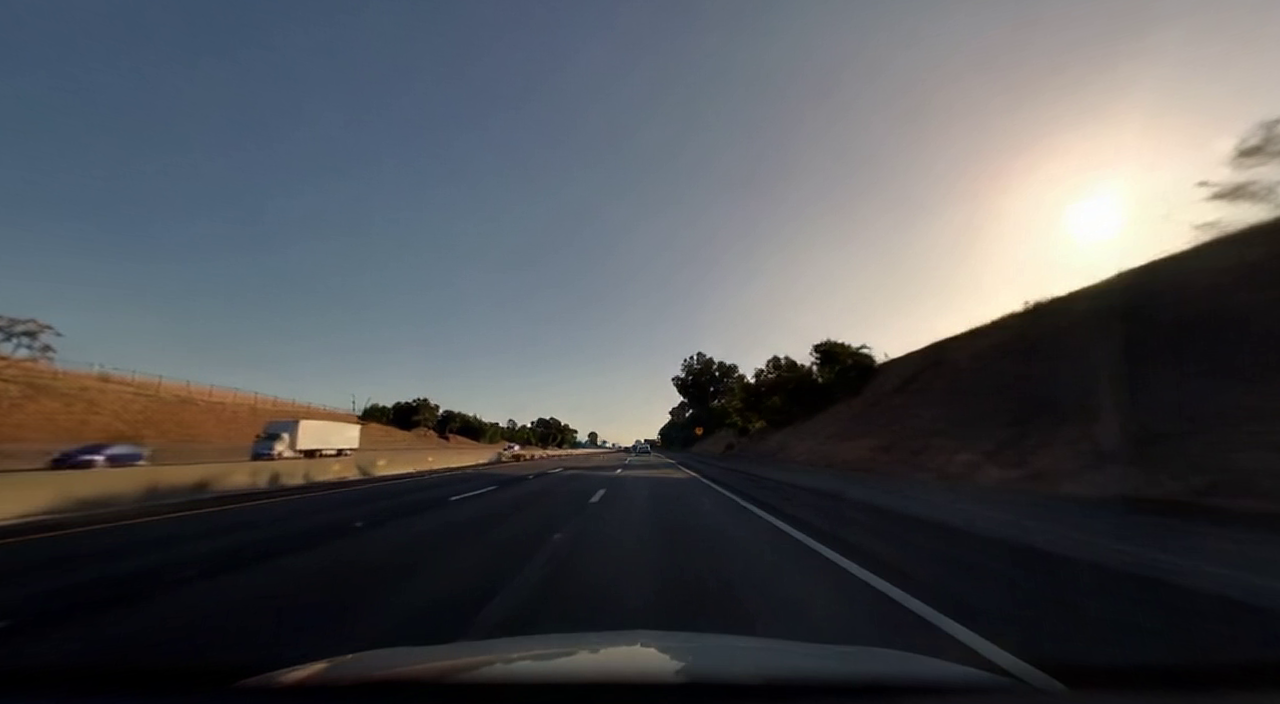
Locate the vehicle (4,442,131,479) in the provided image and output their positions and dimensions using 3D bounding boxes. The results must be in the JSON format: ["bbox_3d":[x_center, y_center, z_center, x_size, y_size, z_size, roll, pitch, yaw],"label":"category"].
[{"bbox_3d":[-28.071,5.312,31.126,2.006,1.696,4.513,0,-9,0],"label":"vehicle"}]
